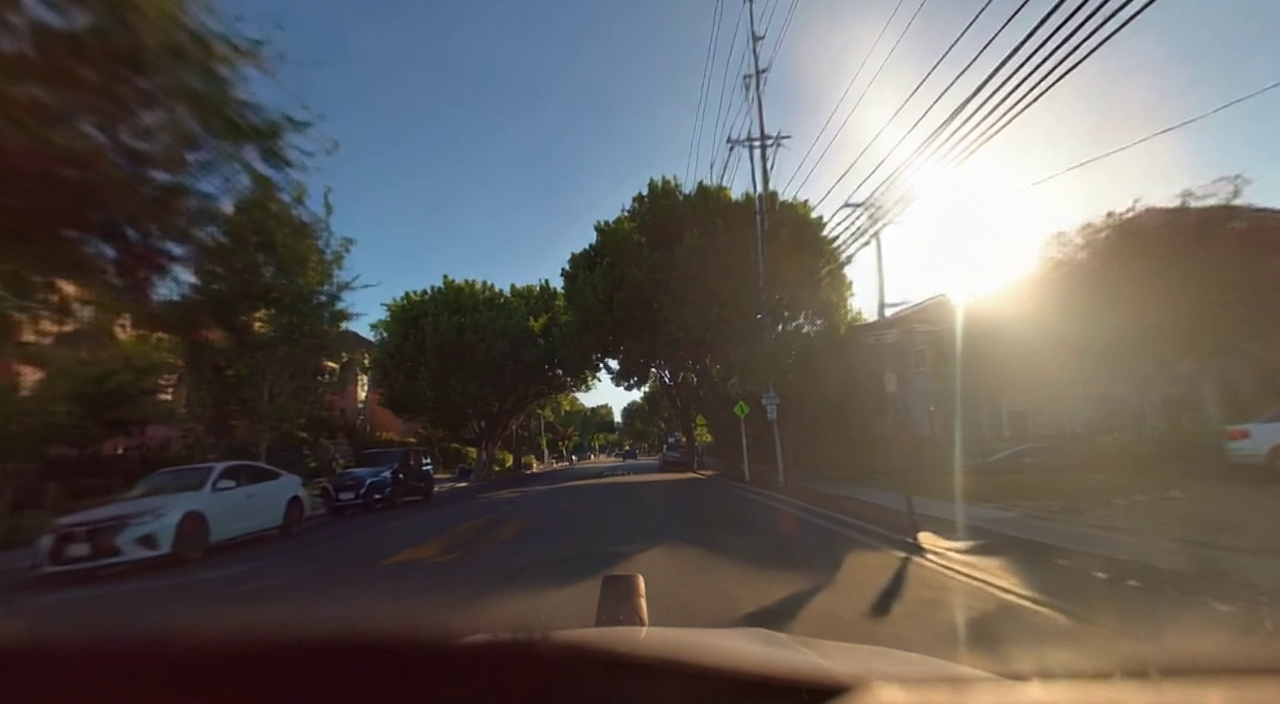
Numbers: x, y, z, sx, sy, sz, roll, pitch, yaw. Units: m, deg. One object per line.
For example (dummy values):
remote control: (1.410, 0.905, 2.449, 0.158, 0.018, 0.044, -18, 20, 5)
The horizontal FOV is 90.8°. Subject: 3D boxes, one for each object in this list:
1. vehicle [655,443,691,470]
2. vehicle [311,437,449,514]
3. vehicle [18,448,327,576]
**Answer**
vehicle: (2.187, 6.969, 42.436, 1.971, 1.710, 4.210, 0, -9, -3)
vehicle: (-7.276, 3.490, 18.266, 2.135, 1.787, 4.452, -4, -9, 0)
vehicle: (-7.110, 2.407, 10.280, 2.041, 1.587, 3.920, -2, -9, -1)
